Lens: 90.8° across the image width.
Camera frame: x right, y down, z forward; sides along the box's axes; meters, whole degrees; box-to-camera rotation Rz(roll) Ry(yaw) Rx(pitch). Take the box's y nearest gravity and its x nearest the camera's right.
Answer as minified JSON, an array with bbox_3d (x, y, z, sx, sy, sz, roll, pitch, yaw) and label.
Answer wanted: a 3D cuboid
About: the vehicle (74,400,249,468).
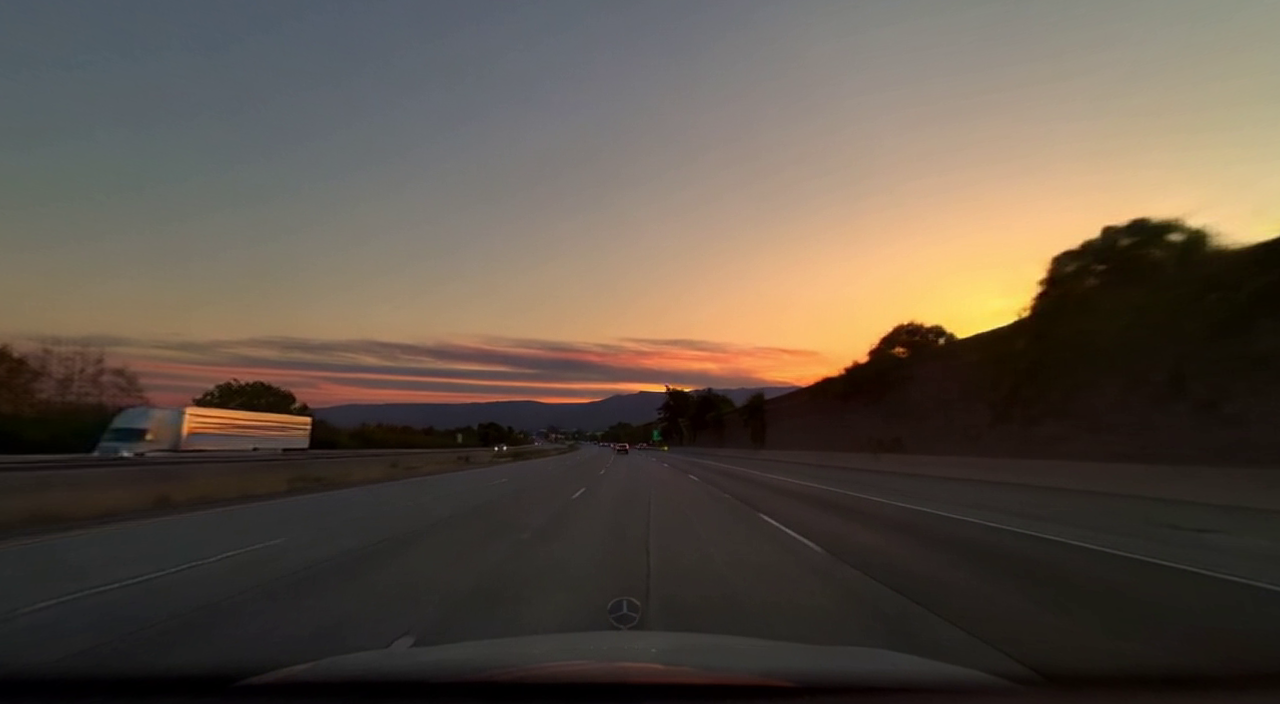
[{"bbox_3d":[-30.304,5.492,41.040,2.928,3.779,11.157,0,-9,-2],"label":"vehicle"}]
